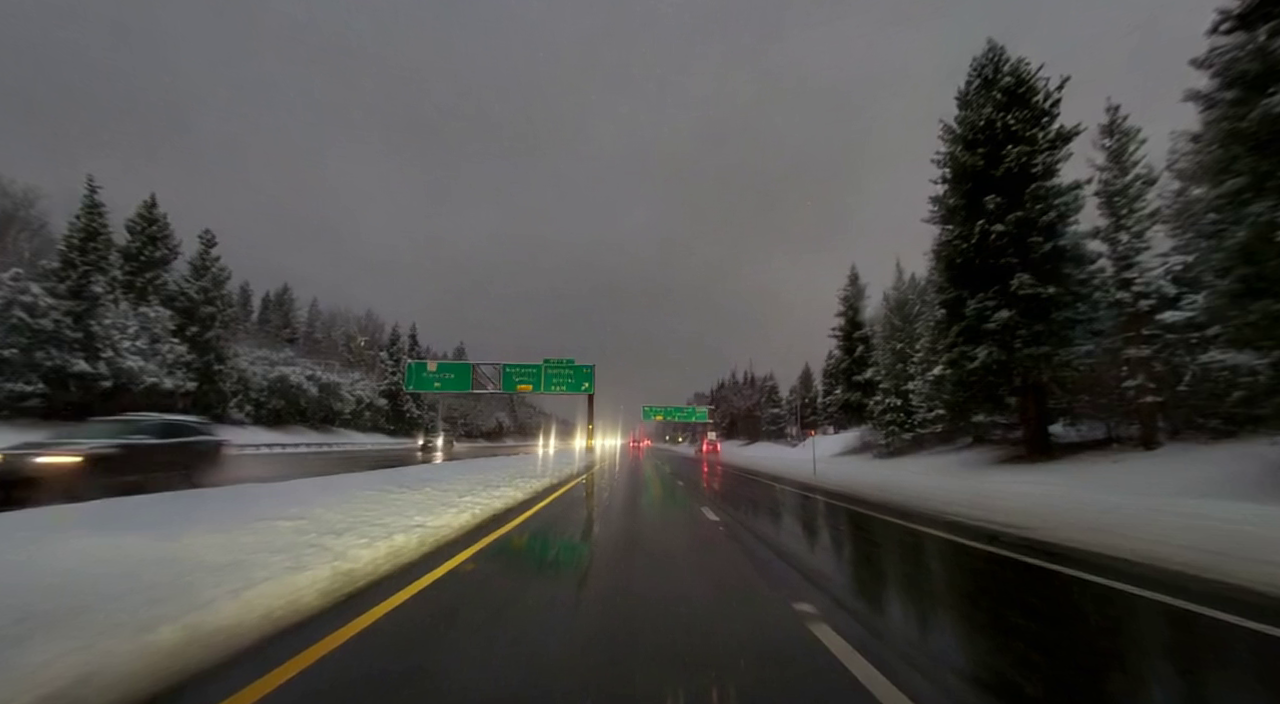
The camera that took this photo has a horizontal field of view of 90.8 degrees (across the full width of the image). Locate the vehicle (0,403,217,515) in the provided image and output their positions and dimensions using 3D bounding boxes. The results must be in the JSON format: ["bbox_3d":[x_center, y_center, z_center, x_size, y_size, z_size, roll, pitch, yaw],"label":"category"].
[{"bbox_3d":[-9.407,1.703,10.279,1.947,1.466,4.461,0,-9,0],"label":"vehicle"}]
